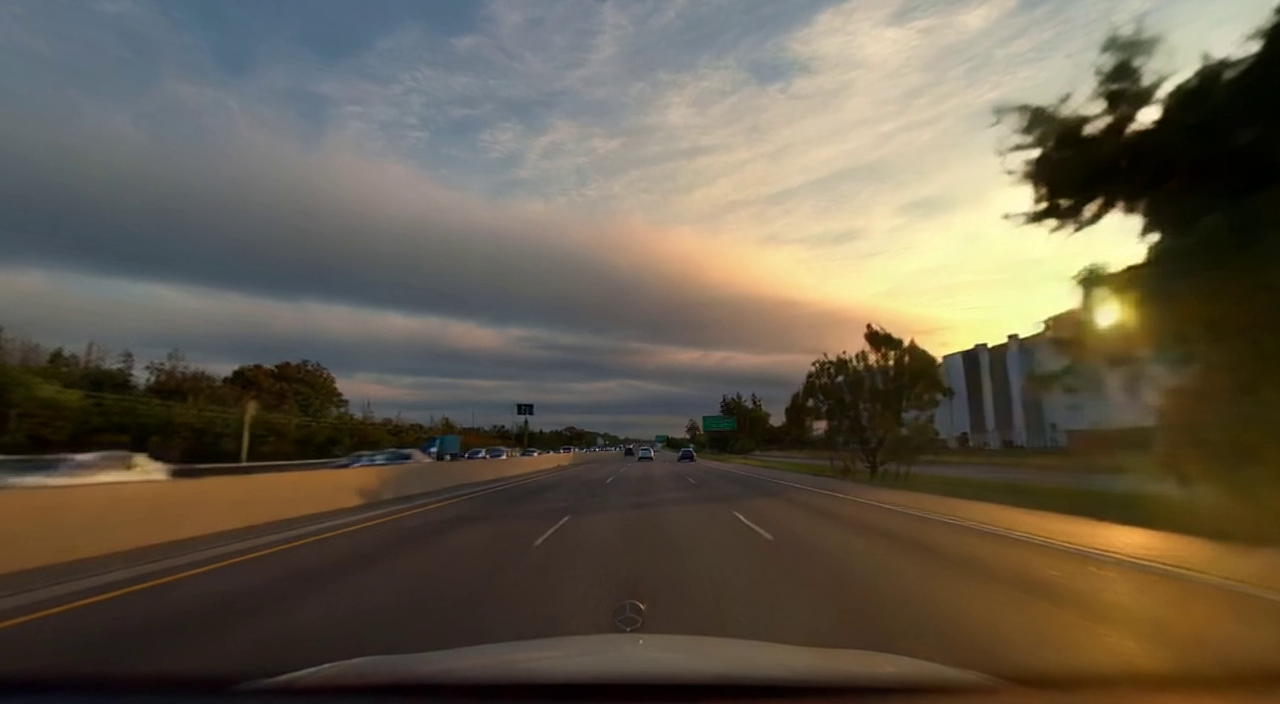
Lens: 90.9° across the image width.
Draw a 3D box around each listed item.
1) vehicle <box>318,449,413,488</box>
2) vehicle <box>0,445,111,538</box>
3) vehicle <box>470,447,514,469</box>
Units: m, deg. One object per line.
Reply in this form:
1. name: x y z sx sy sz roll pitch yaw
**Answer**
1. vehicle: -11.251 4.781 26.207 1.847 1.440 4.488 -1 -9 1
2. vehicle: -11.067 2.162 9.629 1.953 1.442 4.571 -1 -9 1
3. vehicle: -10.698 7.717 45.871 2.064 1.477 4.488 -1 -9 2
